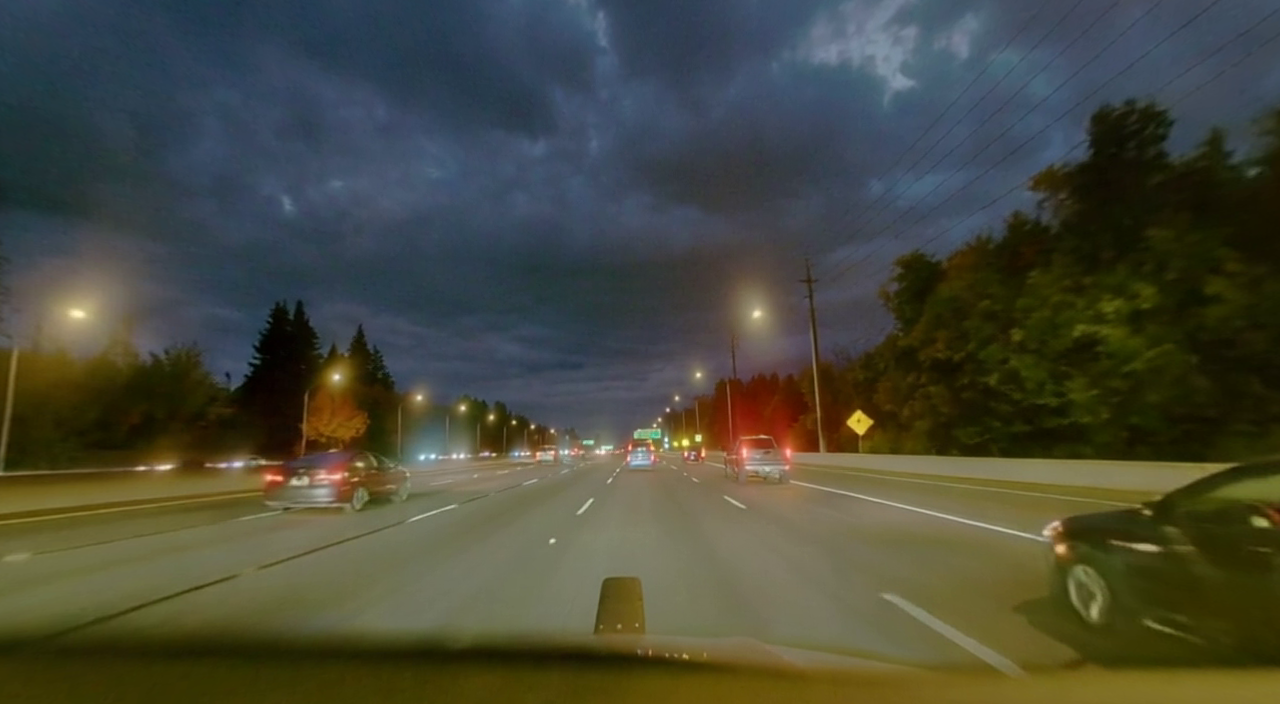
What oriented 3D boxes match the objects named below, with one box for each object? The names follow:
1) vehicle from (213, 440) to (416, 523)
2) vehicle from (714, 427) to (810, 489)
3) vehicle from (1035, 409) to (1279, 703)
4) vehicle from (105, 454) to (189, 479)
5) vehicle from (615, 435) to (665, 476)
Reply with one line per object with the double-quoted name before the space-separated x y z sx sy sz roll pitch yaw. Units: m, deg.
"vehicle" -6.857 2.759 14.000 2.014 1.526 4.577 0 -9 1
"vehicle" 4.289 3.874 23.350 2.388 1.998 5.749 0 -9 0
"vehicle" 4.057 0.939 2.378 2.057 1.508 4.767 0 -9 0
"vehicle" -33.230 7.705 42.605 1.847 1.550 4.662 0 -9 1
"vehicle" 0.033 5.384 32.915 2.372 1.957 5.121 0 -9 1
